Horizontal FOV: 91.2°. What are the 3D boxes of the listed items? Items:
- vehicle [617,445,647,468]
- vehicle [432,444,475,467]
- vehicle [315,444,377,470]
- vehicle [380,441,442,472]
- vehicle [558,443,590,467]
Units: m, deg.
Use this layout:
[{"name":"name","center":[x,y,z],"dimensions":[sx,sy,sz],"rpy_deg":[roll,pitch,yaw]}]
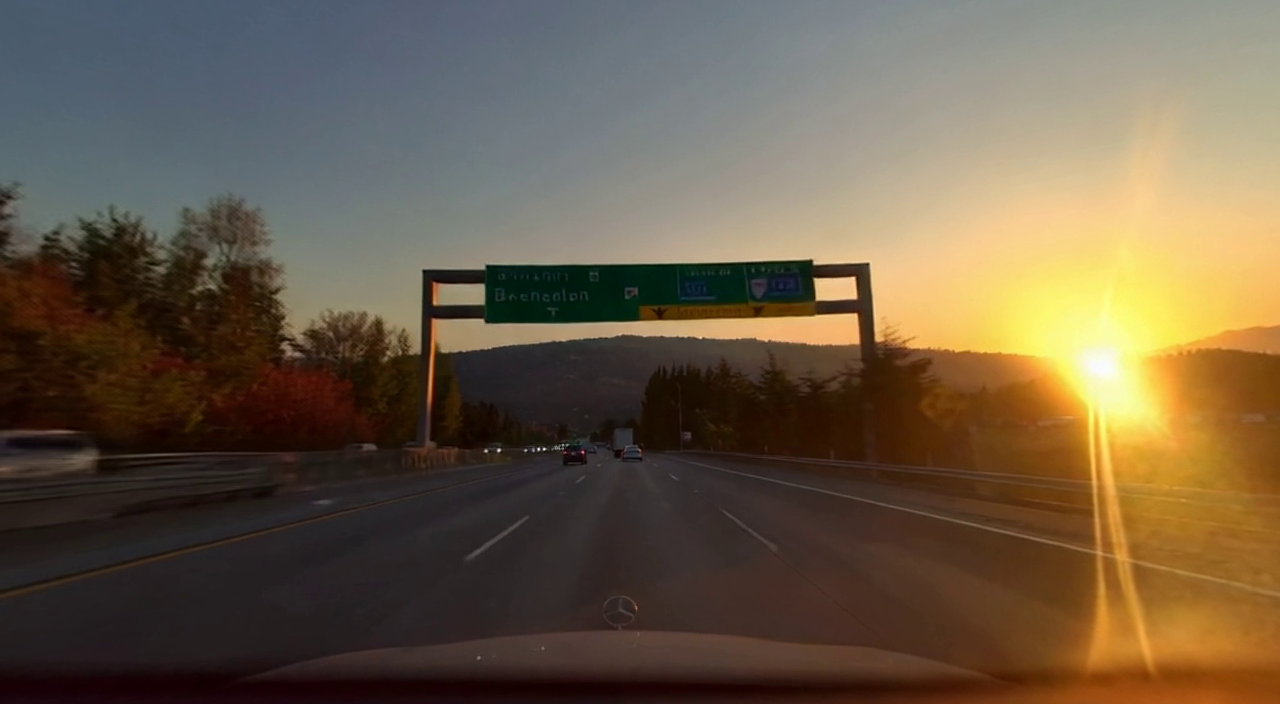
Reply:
[{"name":"vehicle","center":[-0.607,7.516,45.166],"dimensions":[2.084,1.582,3.882],"rpy_deg":[0,-9,-2]},{"name":"vehicle","center":[-13.353,7.456,45.208],"dimensions":[1.892,1.515,4.045],"rpy_deg":[0,-9,-1]},{"name":"vehicle","center":[-18.380,6.582,39.411],"dimensions":[1.822,1.497,4.474],"rpy_deg":[0,-9,-2]},{"name":"vehicle","center":[-12.576,5.774,34.715],"dimensions":[1.867,1.566,4.012],"rpy_deg":[0,-9,0]},{"name":"vehicle","center":[-4.903,7.762,47.127],"dimensions":[2.098,1.692,4.038],"rpy_deg":[0,-9,-2]}]
